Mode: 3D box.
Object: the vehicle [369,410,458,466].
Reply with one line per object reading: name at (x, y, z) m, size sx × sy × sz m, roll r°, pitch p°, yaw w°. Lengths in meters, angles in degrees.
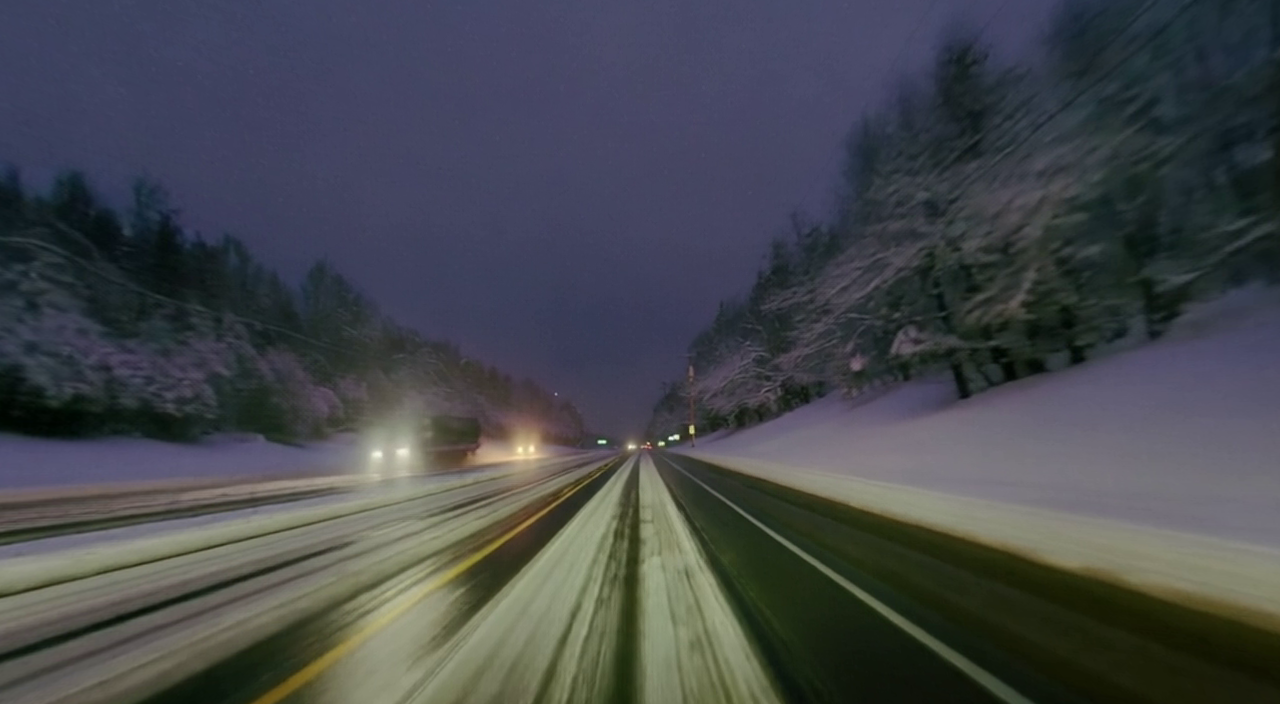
vehicle at (-17.007, 6.642, 48.247) m, size 3.008 × 3.803 × 9.935 m, roll 0°, pitch -8°, yaw 0°
